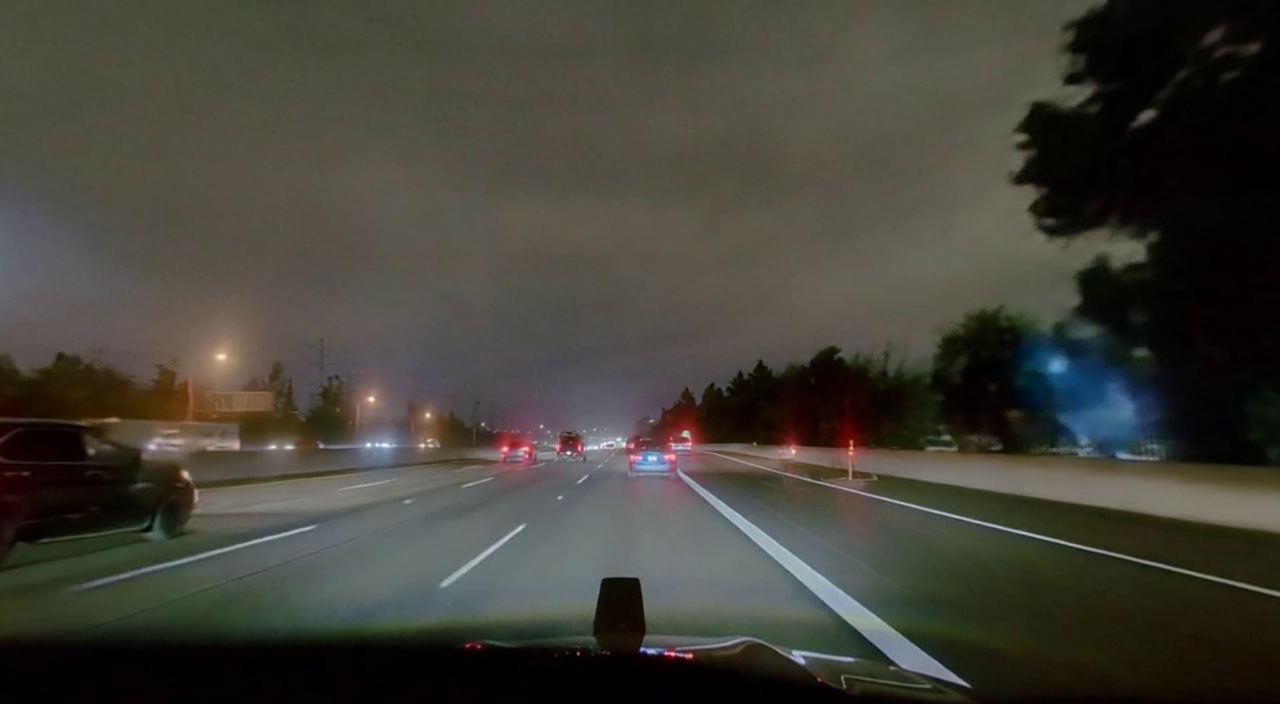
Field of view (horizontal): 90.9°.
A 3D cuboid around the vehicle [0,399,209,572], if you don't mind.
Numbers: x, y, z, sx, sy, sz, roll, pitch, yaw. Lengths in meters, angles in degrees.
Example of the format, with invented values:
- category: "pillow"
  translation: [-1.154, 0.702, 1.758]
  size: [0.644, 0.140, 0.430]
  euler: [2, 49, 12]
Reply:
- category: "vehicle"
  translation: [-7.762, 1.483, 7.205]
  size: [2.206, 1.788, 4.914]
  euler: [0, -8, 0]

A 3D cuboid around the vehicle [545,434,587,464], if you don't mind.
- category: "vehicle"
  translation: [-4.647, 6.174, 40.257]
  size: [2.289, 1.777, 4.534]
  euler: [0, -8, -2]

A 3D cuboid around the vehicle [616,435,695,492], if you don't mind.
- category: "vehicle"
  translation: [0.351, 3.228, 18.638]
  size: [2.082, 1.482, 4.126]
  euler: [0, -8, -2]

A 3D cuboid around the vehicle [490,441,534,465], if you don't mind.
- category: "vehicle"
  translation: [-8.356, 6.624, 41.565]
  size: [1.974, 1.464, 4.733]
  euler: [0, -8, -1]
